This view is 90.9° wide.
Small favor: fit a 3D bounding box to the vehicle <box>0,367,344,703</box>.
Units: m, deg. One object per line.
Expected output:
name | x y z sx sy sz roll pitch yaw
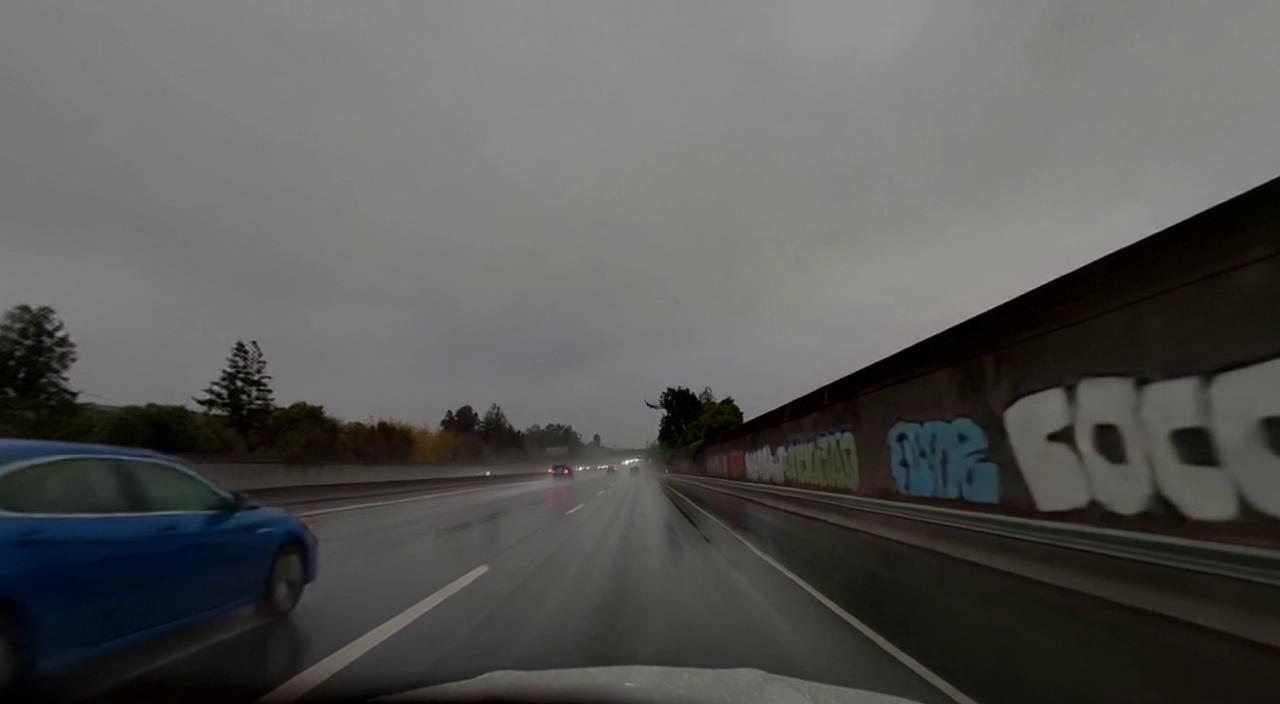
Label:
vehicle | -3.916 1.075 3.644 2.173 1.696 4.462 1 -10 0
